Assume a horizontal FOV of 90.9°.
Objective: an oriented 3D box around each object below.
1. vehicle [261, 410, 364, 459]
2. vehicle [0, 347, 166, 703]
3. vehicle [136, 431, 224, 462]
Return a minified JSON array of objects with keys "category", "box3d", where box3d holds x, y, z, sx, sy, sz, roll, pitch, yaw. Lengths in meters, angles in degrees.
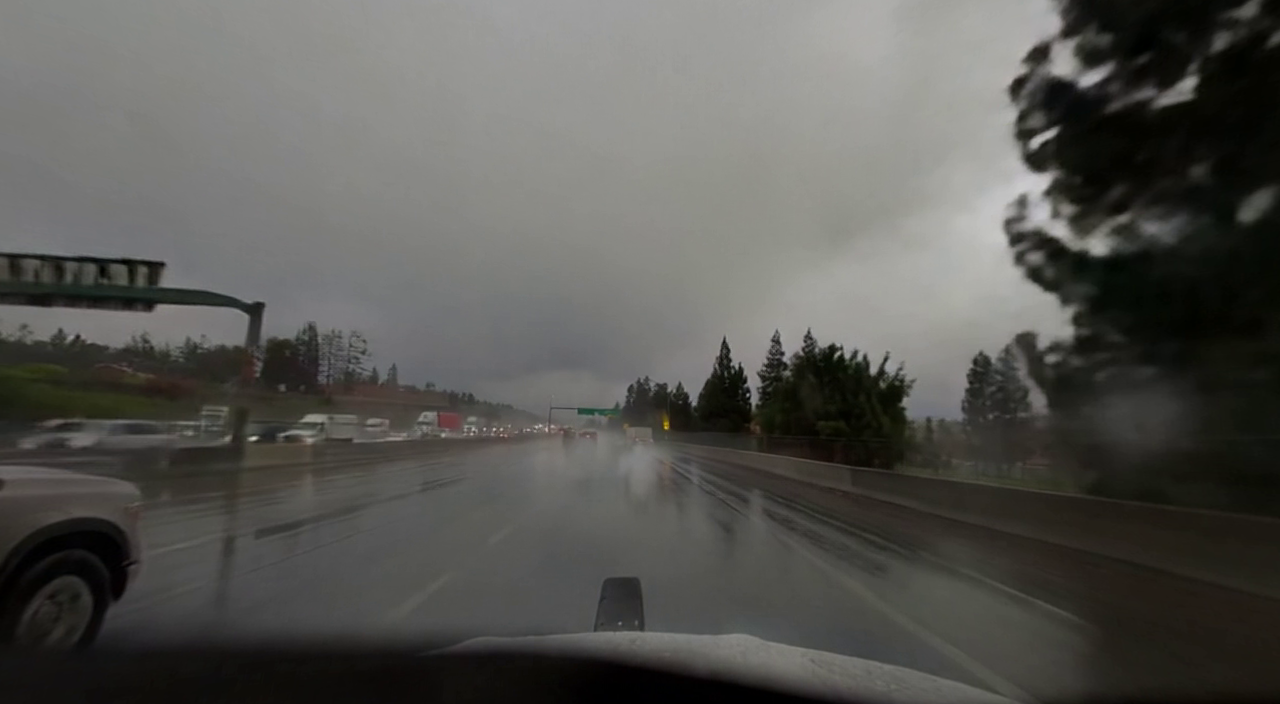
[{"category":"vehicle","box3d":[-18.600,4.768,36.321,2.415,2.528,6.726,0,-8,-2]},{"category":"vehicle","box3d":[-3.934,0.632,1.560,2.187,1.639,4.318,0,-8,-1]},{"category":"vehicle","box3d":[-22.316,4.571,30.745,1.743,1.400,3.431,0,-8,-2]}]
